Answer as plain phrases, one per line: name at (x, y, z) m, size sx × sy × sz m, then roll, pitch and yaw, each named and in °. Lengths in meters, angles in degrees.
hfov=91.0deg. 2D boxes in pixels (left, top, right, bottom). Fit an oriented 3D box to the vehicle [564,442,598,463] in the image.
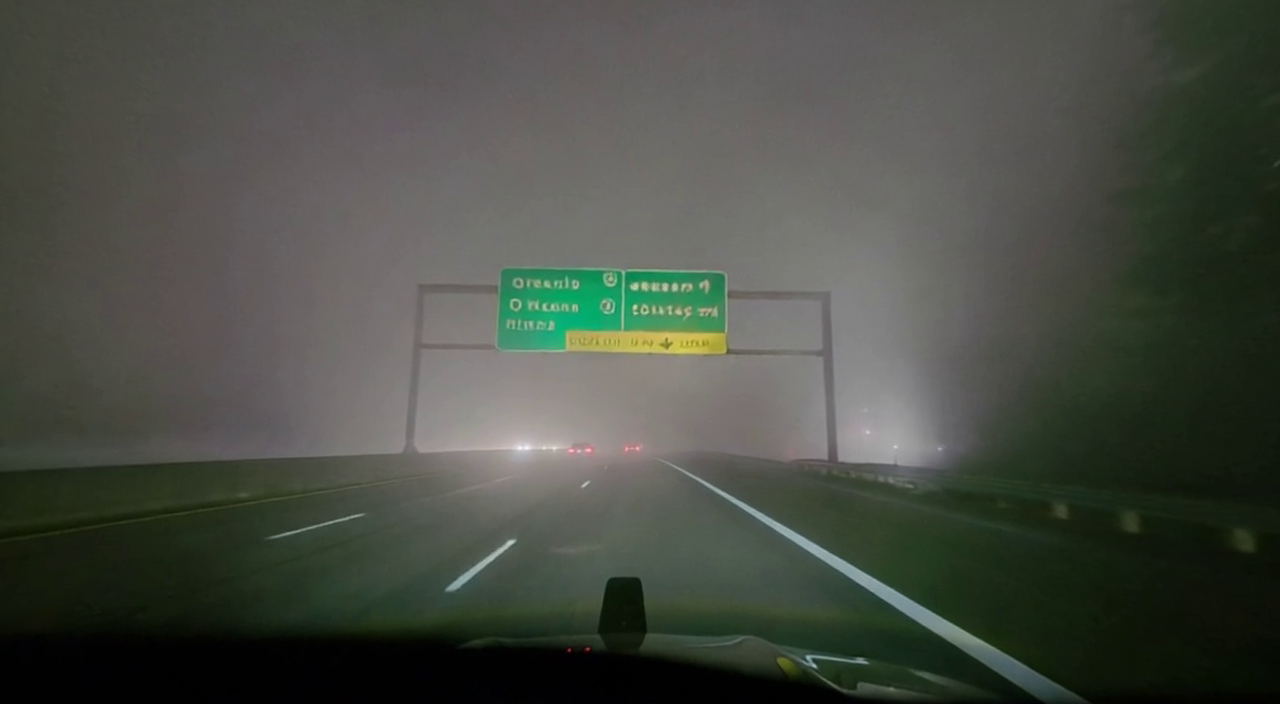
vehicle at (-4.325, 7.424, 46.649) m, size 2.211 × 1.524 × 3.651 m, roll 0°, pitch -8°, yaw 0°
